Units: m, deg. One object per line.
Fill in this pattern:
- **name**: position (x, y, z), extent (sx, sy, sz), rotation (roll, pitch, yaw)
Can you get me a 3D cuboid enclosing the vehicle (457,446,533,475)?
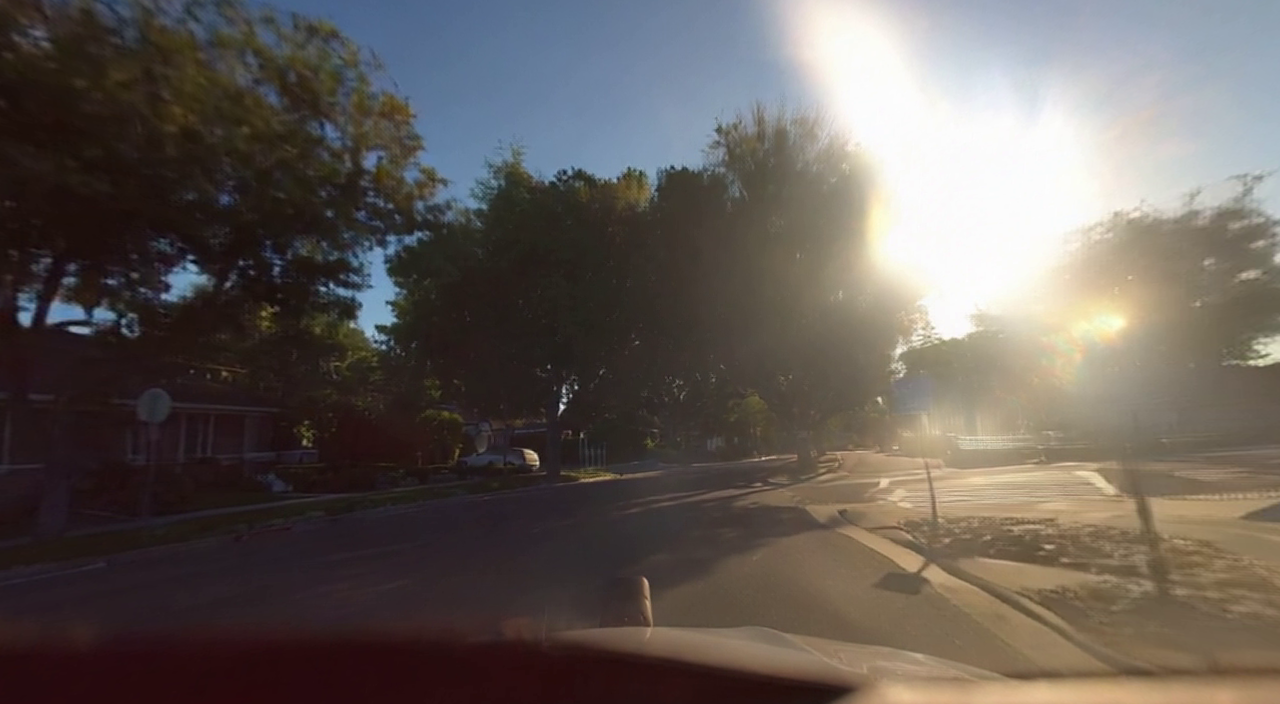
- **vehicle**: position (-8.517, 6.409, 37.403), extent (4.252, 1.681, 1.854), rotation (1, -9, -9)
